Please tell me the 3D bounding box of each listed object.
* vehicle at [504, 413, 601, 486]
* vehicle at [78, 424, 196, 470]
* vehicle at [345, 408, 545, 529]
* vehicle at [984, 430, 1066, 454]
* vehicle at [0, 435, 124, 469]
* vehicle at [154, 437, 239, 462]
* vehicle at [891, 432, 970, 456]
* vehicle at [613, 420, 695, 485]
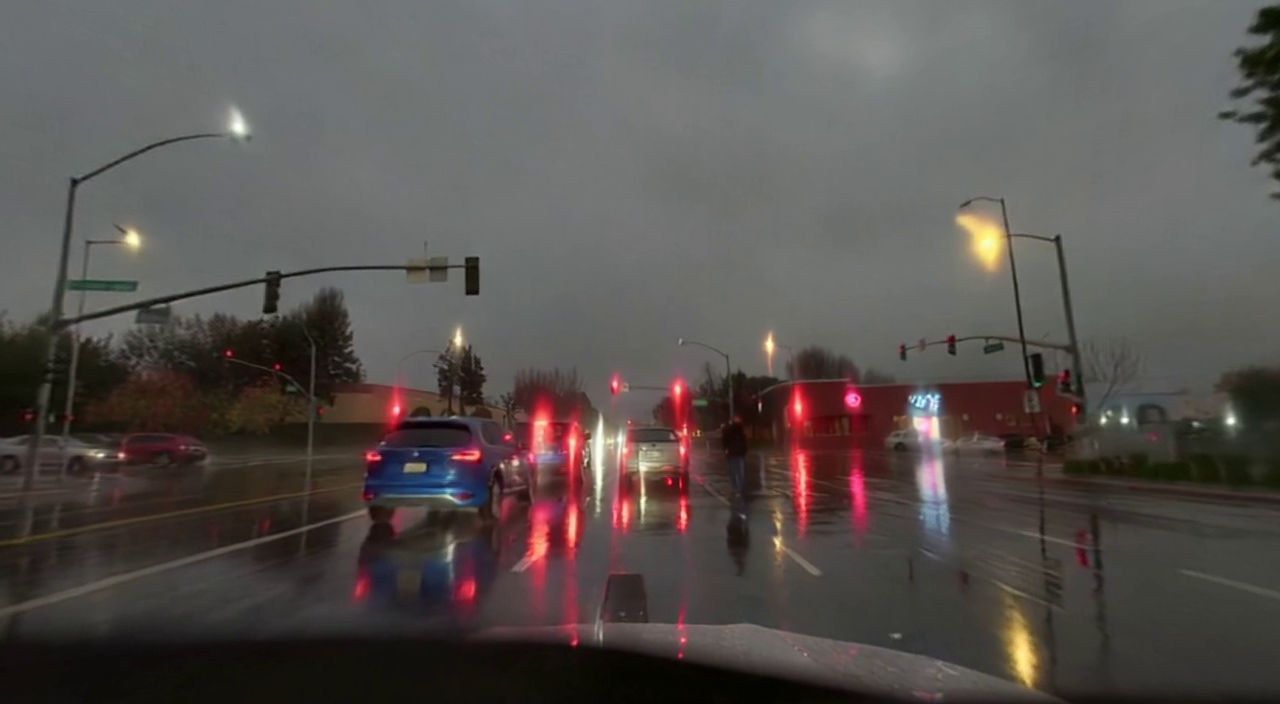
[{"bbox_3d":[-2.479,2.946,19.134,2.220,1.926,4.870,0,-8,0],"label":"vehicle"},{"bbox_3d":[-32.823,6.144,41.066,5.884,2.243,2.287,-6,-5,0],"label":"vehicle"},{"bbox_3d":[-3.122,1.987,11.222,2.006,1.707,4.448,0,-8,2],"label":"vehicle"},{"bbox_3d":[28.947,6.790,47.270,4.849,1.759,2.041,0,-8,-1],"label":"vehicle"},{"bbox_3d":[-31.181,5.358,33.764,4.956,1.737,2.135,0,-8,2],"label":"vehicle"},{"bbox_3d":[-31.200,6.848,44.280,4.406,1.682,2.040,0,-8,1],"label":"vehicle"},{"bbox_3d":[20.311,6.444,44.030,4.624,1.601,1.871,0,-8,-2],"label":"vehicle"},{"bbox_3d":[0.365,3.073,19.427,2.204,1.738,4.690,0,-8,0],"label":"vehicle"}]
